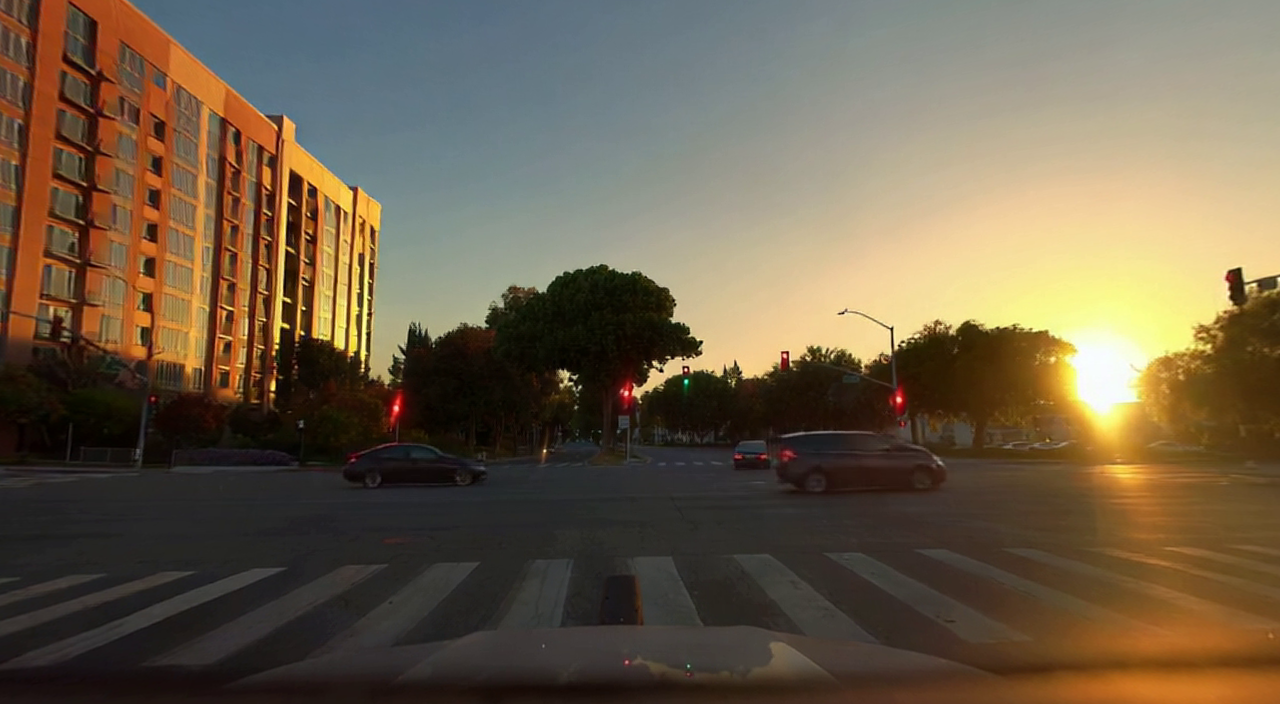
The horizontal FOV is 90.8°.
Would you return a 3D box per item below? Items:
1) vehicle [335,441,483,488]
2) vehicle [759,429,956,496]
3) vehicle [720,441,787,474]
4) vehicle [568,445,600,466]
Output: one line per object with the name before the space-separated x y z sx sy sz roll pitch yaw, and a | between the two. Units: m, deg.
vehicle | -7.643 3.759 21.357 4.424 1.454 2.043 2 -9 -15
vehicle | 6.241 3.197 18.518 4.923 1.800 2.153 1 -8 -6
vehicle | 5.912 5.412 32.611 1.955 1.569 4.397 -5 -10 30
vehicle | -4.337 8.129 49.765 2.130 1.613 4.121 0 -8 0
